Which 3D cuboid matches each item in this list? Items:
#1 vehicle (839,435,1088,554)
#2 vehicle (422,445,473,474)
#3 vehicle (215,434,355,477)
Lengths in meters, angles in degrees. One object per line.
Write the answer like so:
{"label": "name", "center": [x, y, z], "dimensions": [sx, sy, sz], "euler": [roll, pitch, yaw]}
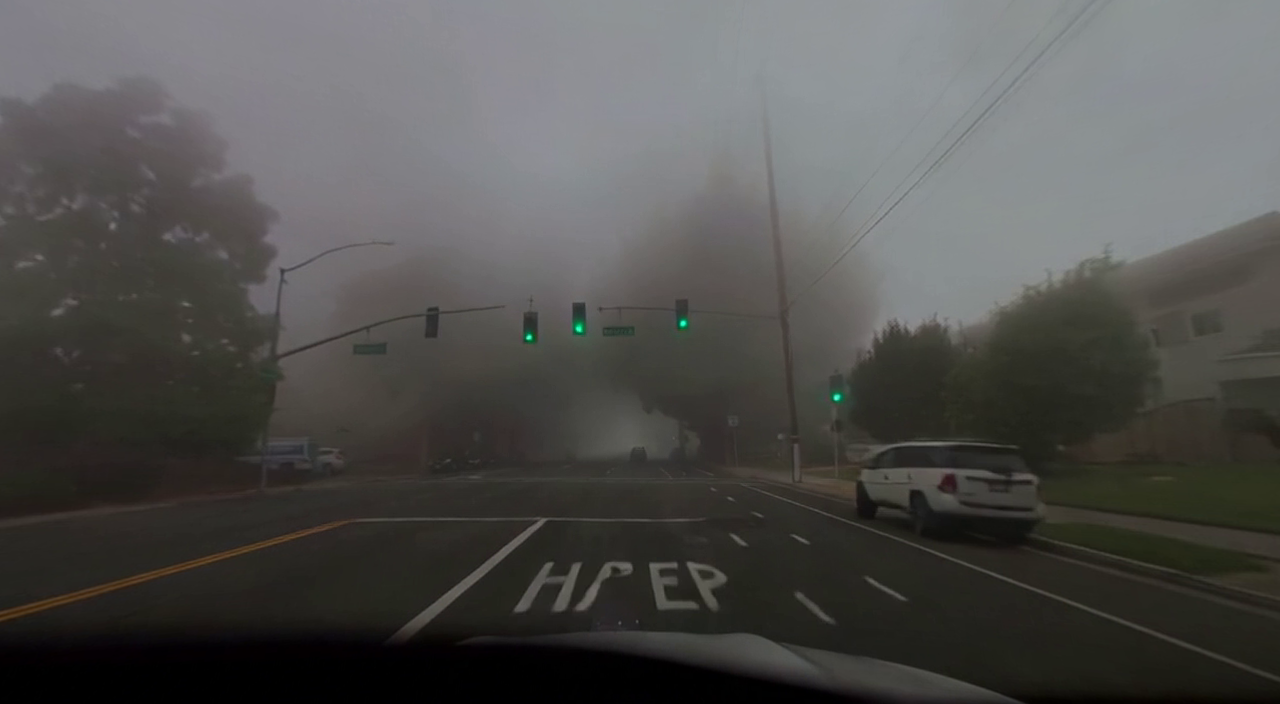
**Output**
{"label": "vehicle", "center": [5.223, 2.330, 11.011], "dimensions": [1.979, 1.637, 4.321], "euler": [0, -9, -1]}
{"label": "vehicle", "center": [-12.121, 6.806, 39.857], "dimensions": [1.932, 1.673, 4.314], "euler": [-1, -10, -1]}
{"label": "vehicle", "center": [-17.846, 5.255, 31.867], "dimensions": [5.656, 1.999, 2.307], "euler": [-1, -10, 2]}
